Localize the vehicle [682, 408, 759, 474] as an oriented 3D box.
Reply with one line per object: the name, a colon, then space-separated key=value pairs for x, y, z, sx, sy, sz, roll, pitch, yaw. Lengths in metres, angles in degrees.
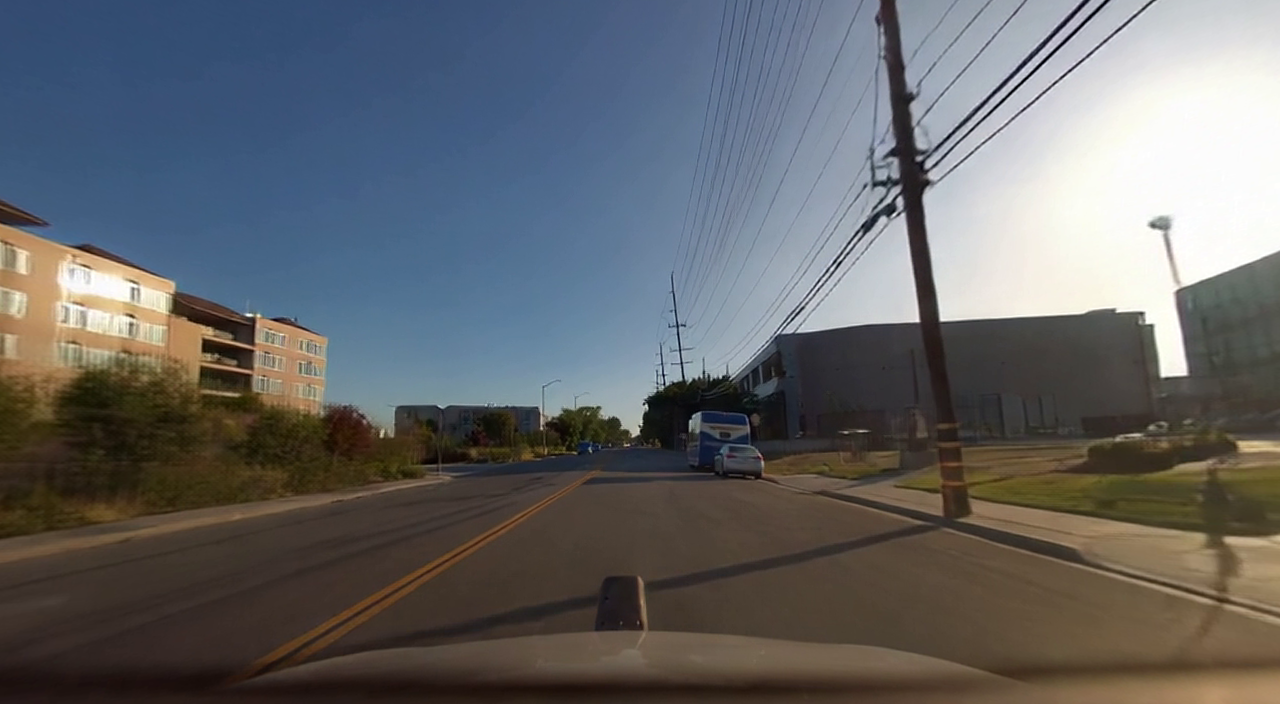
vehicle: x=4.271 y=5.039 z=35.620 sx=3.110 sy=3.241 sz=8.788 roll=0 pitch=-9 yaw=0

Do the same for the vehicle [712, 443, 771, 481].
vehicle: x=4.437 y=4.852 z=28.145 sx=1.852 sy=1.497 sz=3.672 roll=-2 pitch=-8 yaw=-2
